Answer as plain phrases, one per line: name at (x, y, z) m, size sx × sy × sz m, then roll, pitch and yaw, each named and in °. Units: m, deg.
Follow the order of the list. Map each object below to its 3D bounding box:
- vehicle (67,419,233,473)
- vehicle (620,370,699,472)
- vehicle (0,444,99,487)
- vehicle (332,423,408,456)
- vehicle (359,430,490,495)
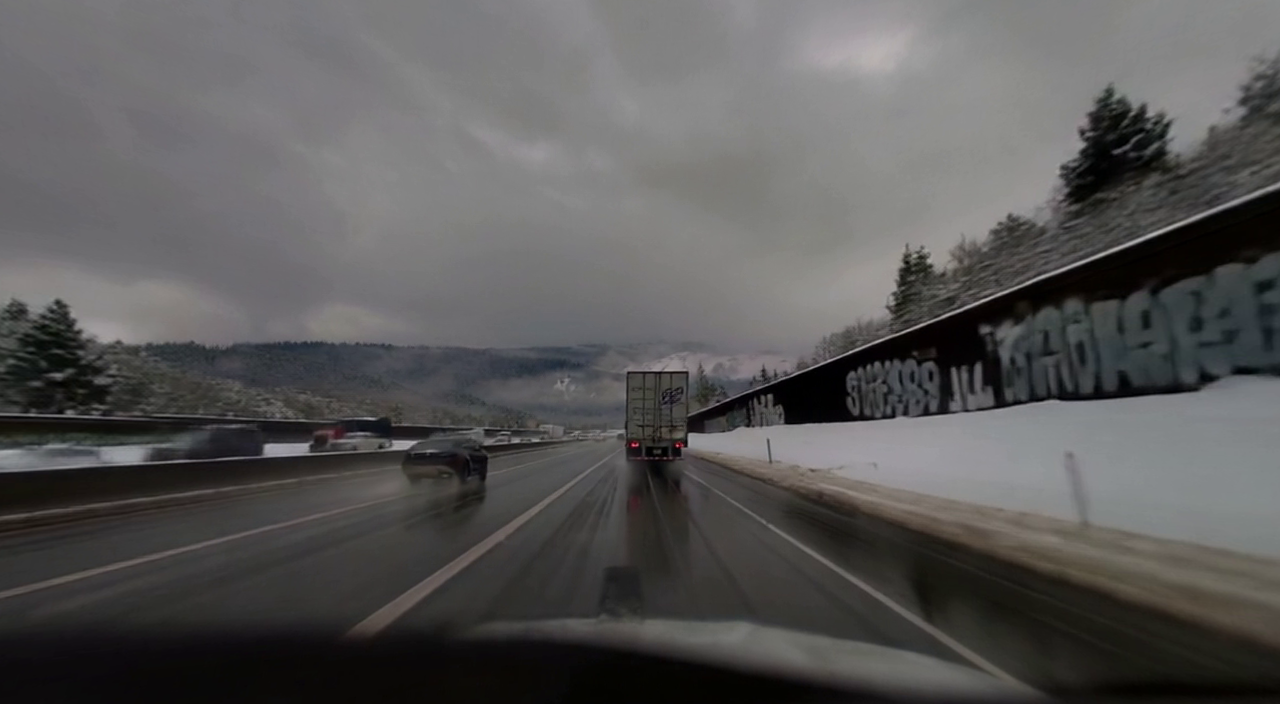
vehicle at (-14.230, 2.755, 18.632) m, size 1.862 × 1.426 × 3.821 m, roll 0°, pitch -8°, yaw -1°
vehicle at (0.596, 3.268, 28.806) m, size 2.921 × 3.765 × 10.773 m, roll 0°, pitch -8°, yaw -1°
vehicle at (-22.490, 4.126, 23.276) m, size 1.718 × 1.411 × 3.785 m, roll 0°, pitch -8°, yaw -1°
vehicle at (-14.781, 4.823, 34.813) m, size 2.061 × 1.711 × 4.859 m, roll 0°, pitch -8°, yaw 0°
vehicle at (-5.734, 2.969, 17.483) m, size 1.982 × 1.535 × 4.519 m, roll 0°, pitch -8°, yaw 1°
